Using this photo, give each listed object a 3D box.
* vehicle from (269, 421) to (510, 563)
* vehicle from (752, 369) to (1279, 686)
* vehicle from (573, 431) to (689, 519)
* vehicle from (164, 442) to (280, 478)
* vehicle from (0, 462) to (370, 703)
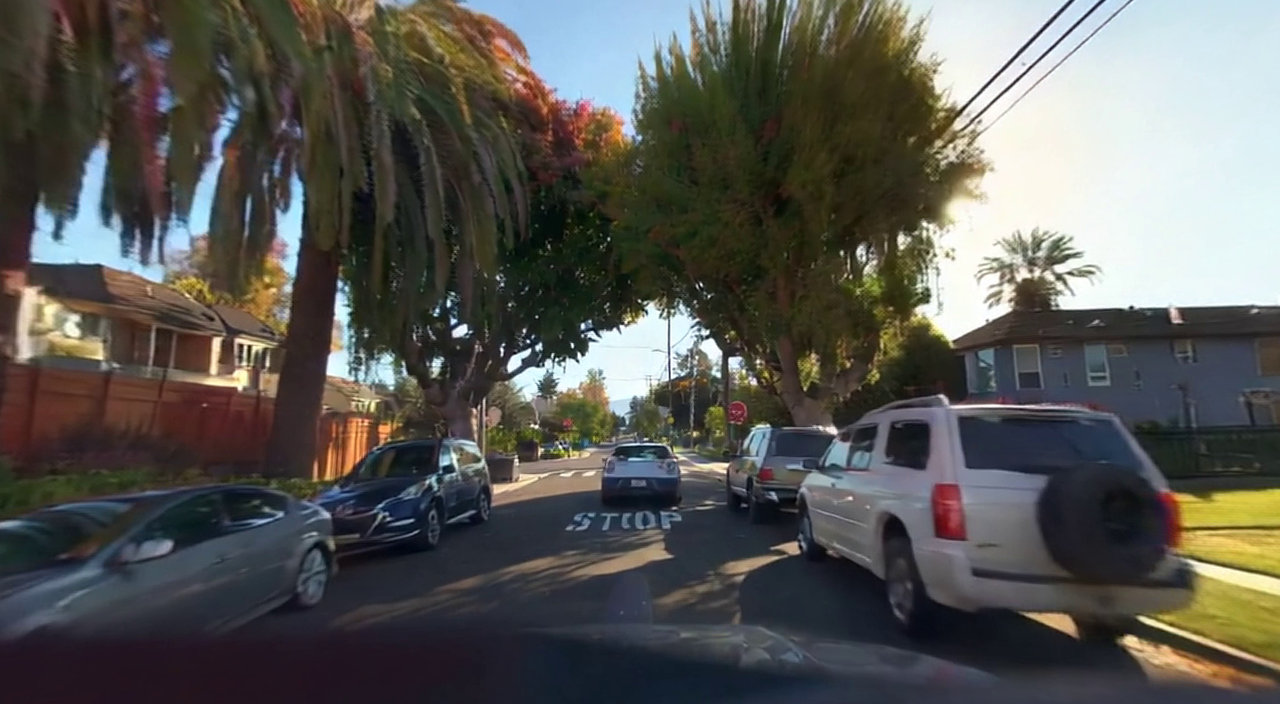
[{"bbox_3d":[-3.393,1.964,9.526,1.965,1.657,4.104,0,-8,0],"label":"vehicle"},{"bbox_3d":[2.530,1.271,5.766,2.136,1.650,4.837,0,-8,0],"label":"vehicle"},{"bbox_3d":[-0.171,2.441,12.973,2.010,1.499,4.107,0,-9,0],"label":"vehicle"},{"bbox_3d":[-20.972,5.431,31.634,4.557,1.618,1.846,-2,-9,2],"label":"vehicle"},{"bbox_3d":[-3.357,1.386,3.850,1.728,1.305,3.805,0,-8,0],"label":"vehicle"}]
